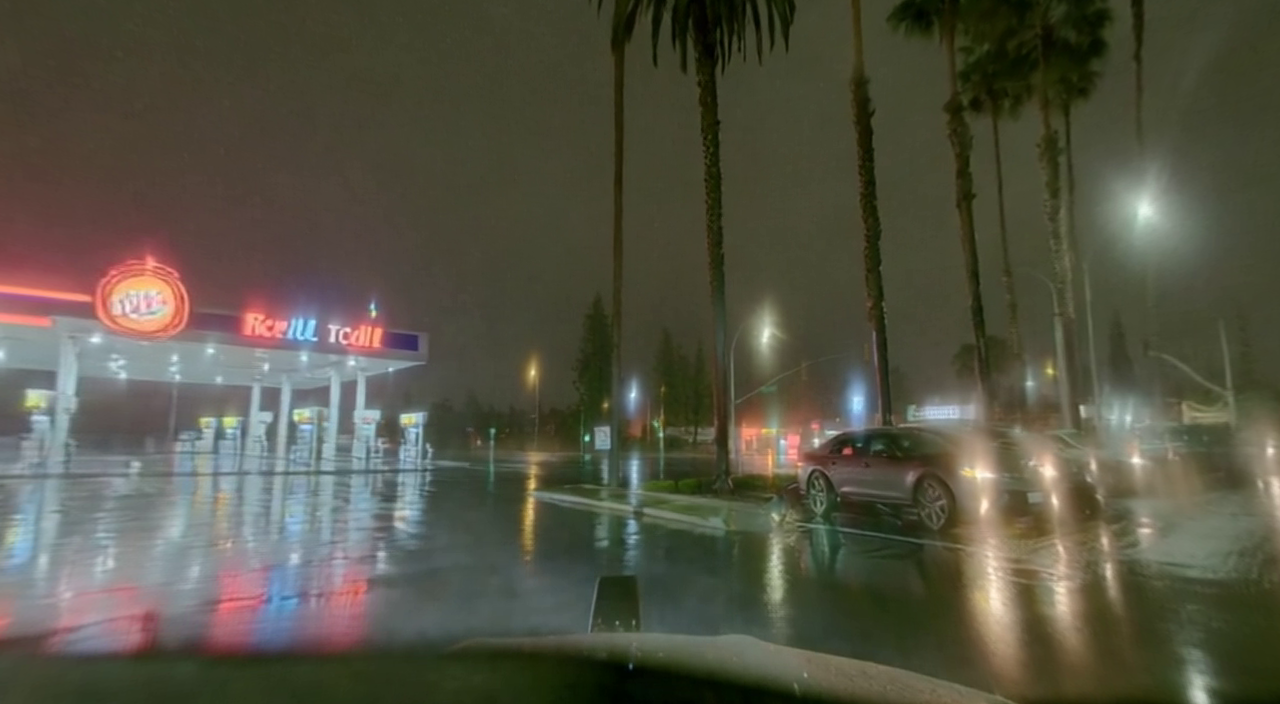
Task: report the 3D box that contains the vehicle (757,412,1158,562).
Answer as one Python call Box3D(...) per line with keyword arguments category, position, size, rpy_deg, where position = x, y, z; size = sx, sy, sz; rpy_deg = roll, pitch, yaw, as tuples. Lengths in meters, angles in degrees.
Box3D(category="vehicle", position=(3.959, 1.720, 8.816), size=(1.937, 1.490, 4.564), rpy_deg=(5, -10, -33))
